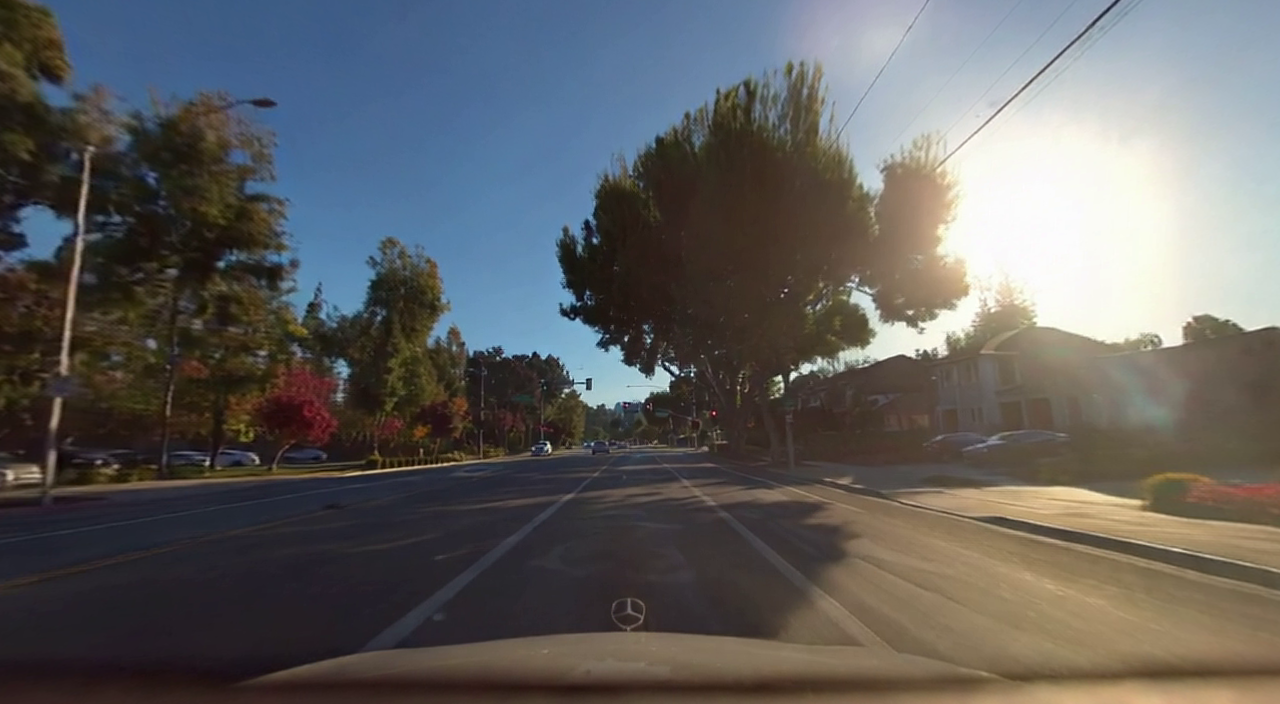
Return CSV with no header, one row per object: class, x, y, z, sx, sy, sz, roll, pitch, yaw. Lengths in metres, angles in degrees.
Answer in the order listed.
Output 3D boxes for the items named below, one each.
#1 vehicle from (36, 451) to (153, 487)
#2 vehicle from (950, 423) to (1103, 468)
vehicle,-22.816,4.892,26.453,3.309,1.386,1.573,1,-9,-5
vehicle,15.117,3.693,24.873,4.625,1.467,1.991,-3,-8,2
